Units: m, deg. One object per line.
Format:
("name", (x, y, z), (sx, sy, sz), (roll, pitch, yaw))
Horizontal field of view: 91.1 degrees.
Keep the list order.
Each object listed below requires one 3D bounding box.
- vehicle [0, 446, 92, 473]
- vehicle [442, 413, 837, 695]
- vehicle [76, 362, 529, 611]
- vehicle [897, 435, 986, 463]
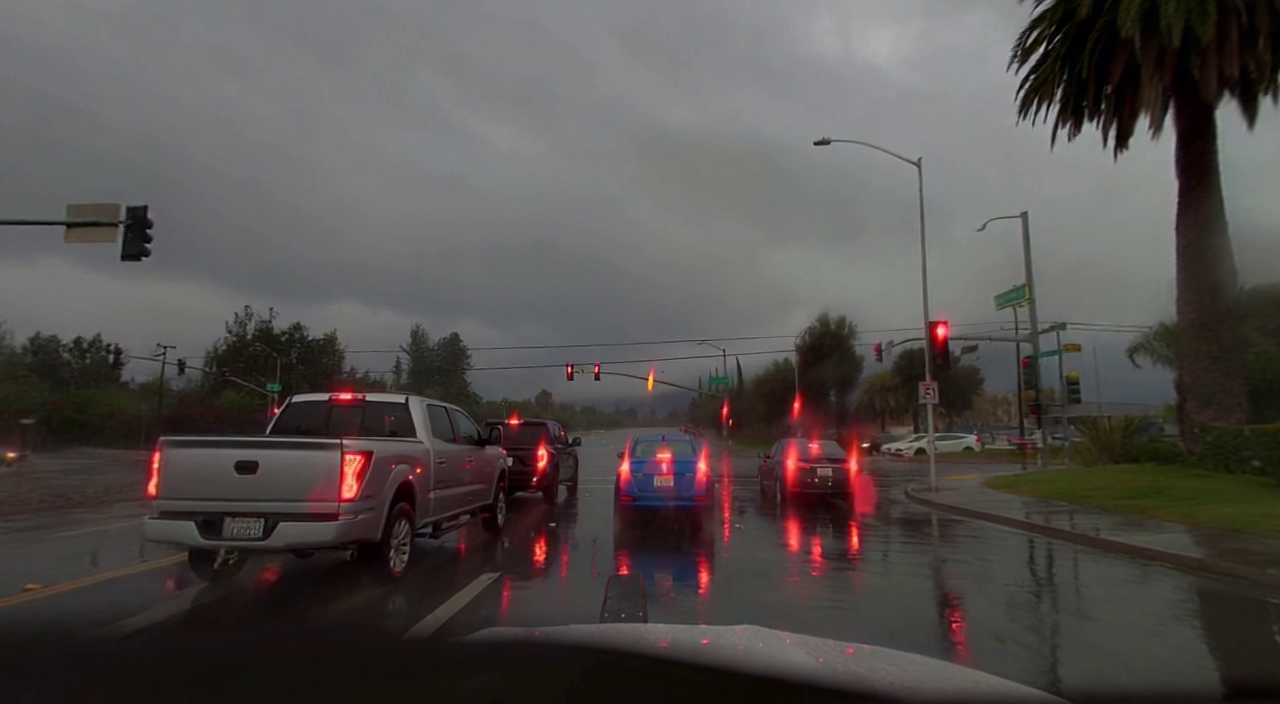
("vehicle", (-37.103, 6.640, 38.863), (4.576, 1.617, 1.937), (0, -8, 2))
("vehicle", (0.032, 1.397, 5.534), (2.122, 1.501, 4.152), (0, -8, 1))
("vehicle", (-3.228, 1.481, 7.914), (2.330, 1.969, 5.626), (-1, -8, 3))
("vehicle", (18.808, 6.071, 39.303), (4.466, 1.717, 1.963), (0, -9, 2))
